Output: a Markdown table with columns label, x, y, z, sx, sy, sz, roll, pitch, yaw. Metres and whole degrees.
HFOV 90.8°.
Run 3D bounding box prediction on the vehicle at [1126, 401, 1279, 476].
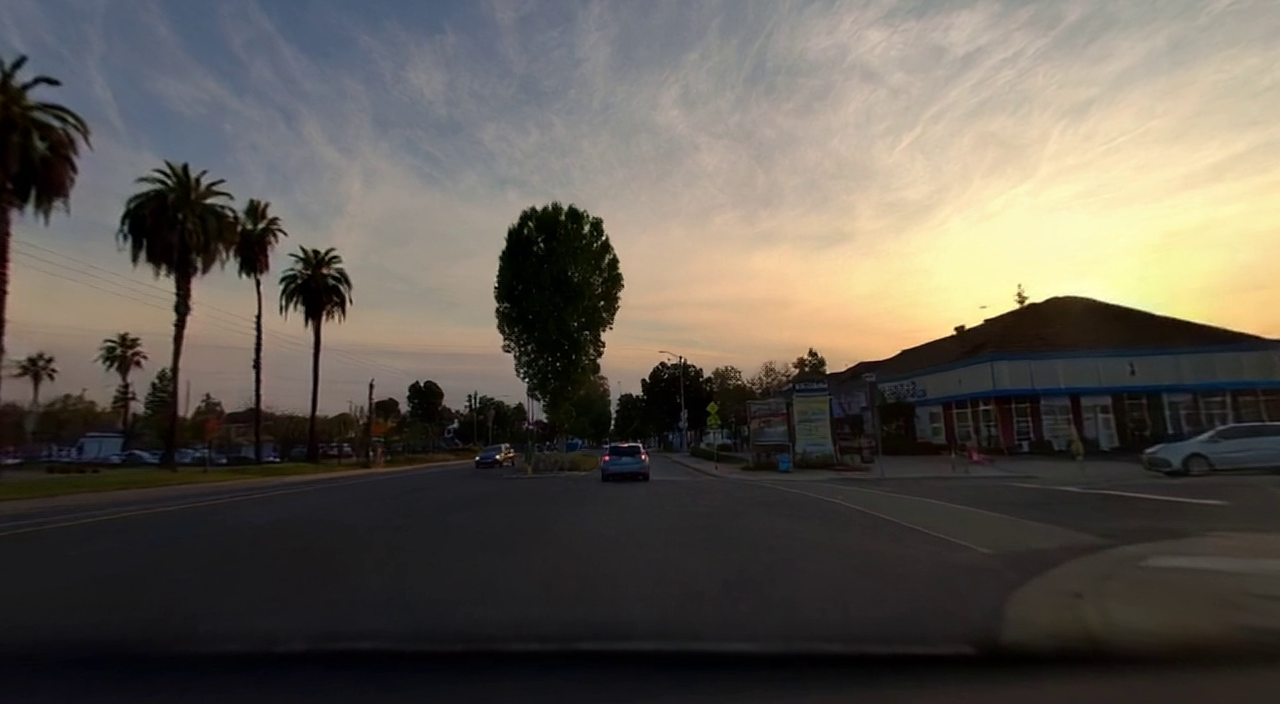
| label | x | y | z | sx | sy | sz | roll | pitch | yaw |
| --- | --- | --- | --- | --- | --- | --- | --- | --- | --- |
| vehicle | 18.592 | 2.705 | 19.791 | 4.747 | 2.178 | 2.336 | 0 | -9 | -3 |

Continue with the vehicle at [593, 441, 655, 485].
| label | x | y | z | sx | sy | sz | roll | pitch | yaw |
| --- | --- | --- | --- | --- | --- | --- | --- | --- | --- |
| vehicle | -0.573 | 4.077 | 23.526 | 2.076 | 1.486 | 4.119 | 0 | -8 | -1 |
